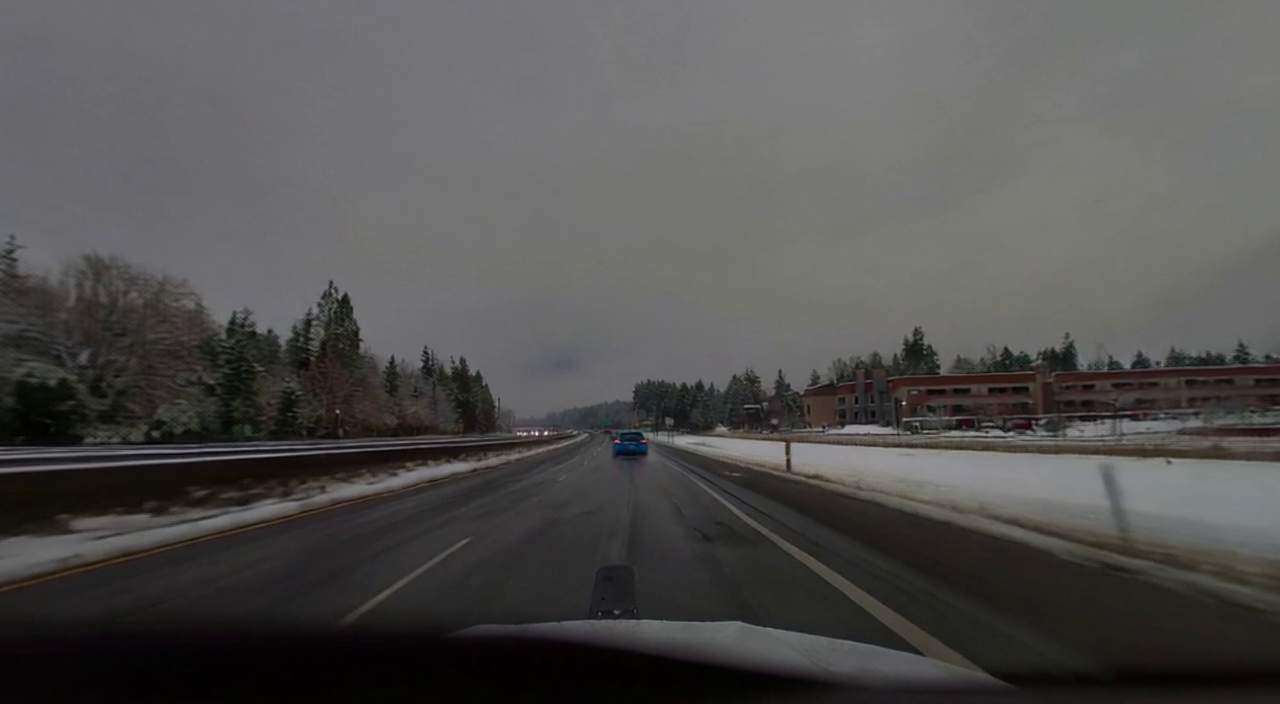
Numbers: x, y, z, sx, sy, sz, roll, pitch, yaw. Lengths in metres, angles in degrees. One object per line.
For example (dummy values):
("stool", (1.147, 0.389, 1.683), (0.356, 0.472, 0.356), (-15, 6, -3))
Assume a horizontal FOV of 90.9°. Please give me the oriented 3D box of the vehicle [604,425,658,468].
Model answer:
("vehicle", (-0.397, 3.857, 25.866), (2.020, 1.633, 3.942), (0, -8, -1))
